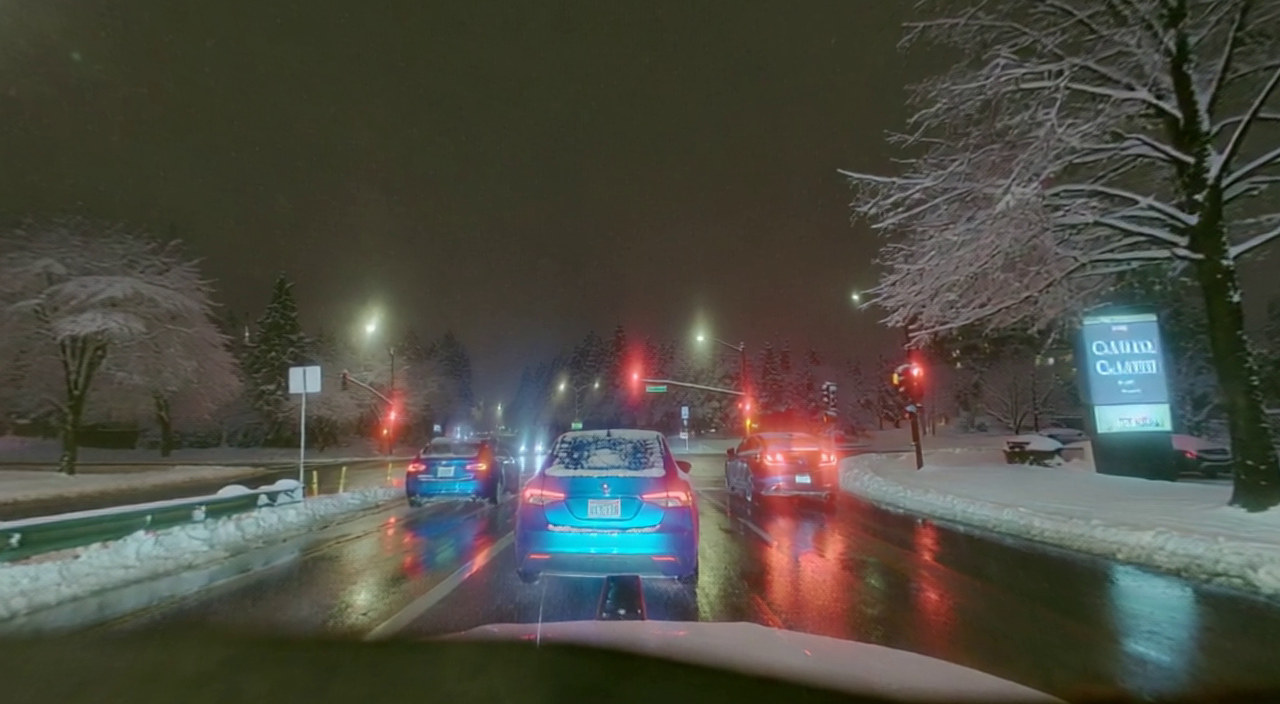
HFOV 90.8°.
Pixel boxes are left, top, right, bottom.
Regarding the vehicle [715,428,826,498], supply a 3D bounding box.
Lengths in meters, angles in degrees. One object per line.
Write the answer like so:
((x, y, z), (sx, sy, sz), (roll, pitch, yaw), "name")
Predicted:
((3.428, 3.007, 17.504), (2.028, 1.678, 4.220), (0, -8, -2), "vehicle")

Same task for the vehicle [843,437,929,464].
((15.014, 6.018, 38.651), (4.419, 1.619, 1.894), (1, -9, -8), "vehicle")

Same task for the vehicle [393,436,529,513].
((-3.769, 2.629, 14.065), (1.998, 1.452, 3.773), (0, -8, -1), "vehicle")

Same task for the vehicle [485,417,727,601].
((-0.354, 1.643, 7.524), (2.045, 1.533, 4.183), (0, -8, -2), "vehicle")

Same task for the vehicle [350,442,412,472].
((-16.614, 6.749, 40.791), (2.101, 1.776, 4.550), (0, -8, -1), "vehicle")

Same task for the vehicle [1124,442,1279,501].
((15.189, 3.029, 16.266), (3.951, 1.418, 1.842), (0, -8, -3), "vehicle")
